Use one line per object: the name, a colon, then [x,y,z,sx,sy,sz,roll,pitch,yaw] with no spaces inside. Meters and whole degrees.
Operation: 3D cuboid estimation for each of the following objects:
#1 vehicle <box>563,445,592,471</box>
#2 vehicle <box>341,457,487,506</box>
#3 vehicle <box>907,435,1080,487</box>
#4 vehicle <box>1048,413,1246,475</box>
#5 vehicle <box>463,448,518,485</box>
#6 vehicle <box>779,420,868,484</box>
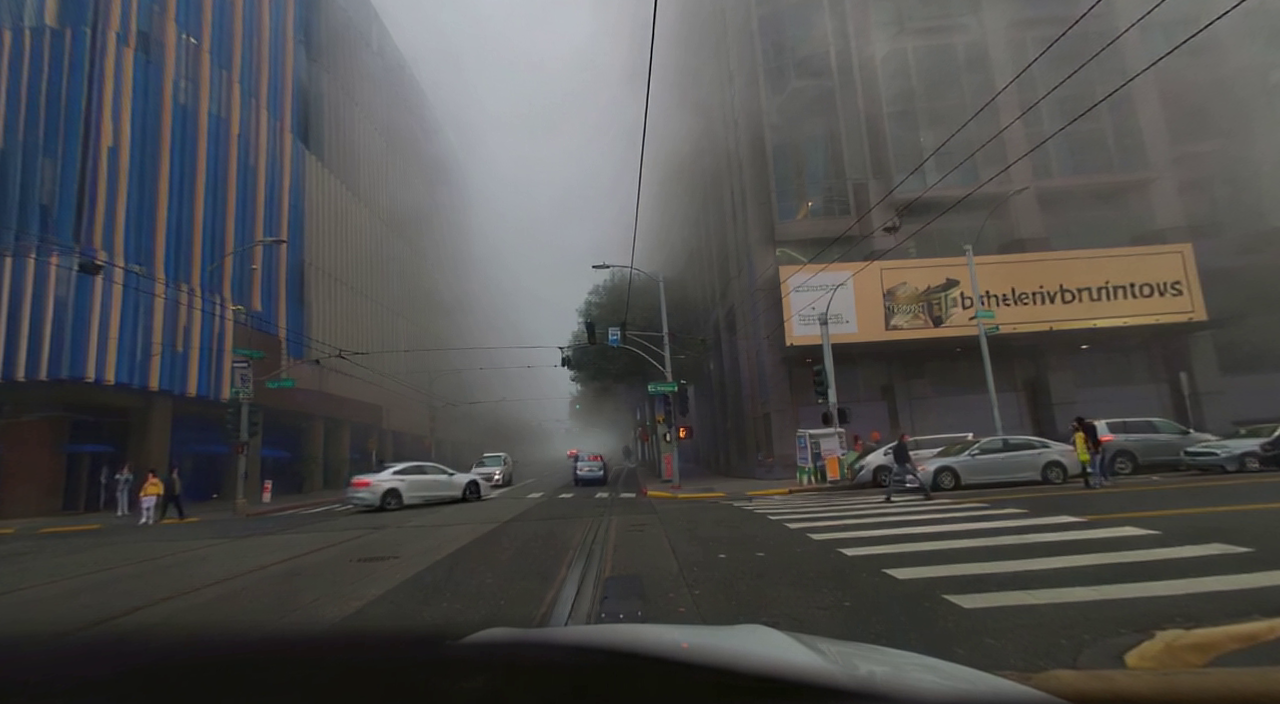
vehicle: [-4.815,8.203,49.169,2.137,1.910,5.120,1,-9,-4]
vehicle: [-7.962,4.549,22.617,1.797,1.490,4.549,-8,-11,41]
vehicle: [11.395,3.524,20.546,4.697,1.510,1.596,0,-9,-4]
vehicle: [16.759,3.049,21.070,4.944,1.946,1.952,0,-8,-3]
vehicle: [-8.453,6.494,36.146,2.121,1.792,4.510,-4,-8,-2]
vehicle: [7.578,4.108,26.631,2.316,2.425,4.466,1,-7,-2]
